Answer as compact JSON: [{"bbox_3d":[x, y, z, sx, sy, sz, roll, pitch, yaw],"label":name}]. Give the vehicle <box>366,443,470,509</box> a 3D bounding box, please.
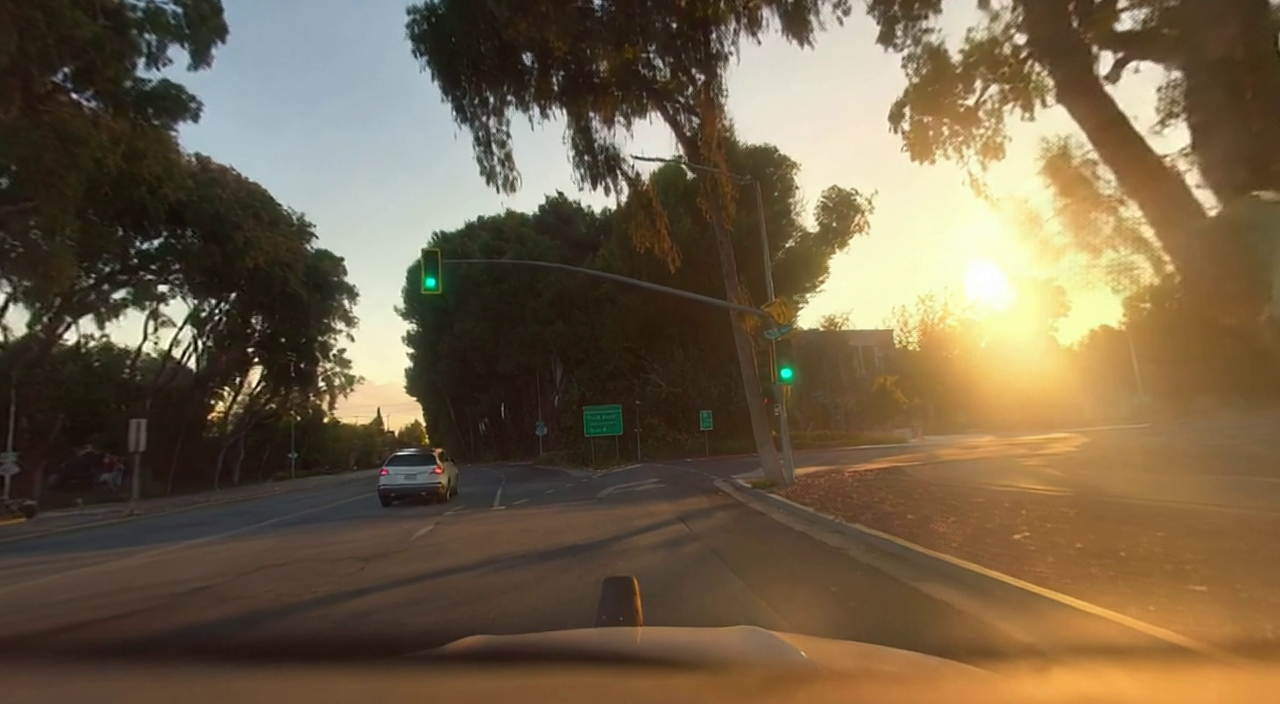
[{"bbox_3d":[-6.511,3.648,19.134,2.134,1.707,4.471,1,-9,-9],"label":"vehicle"}]
